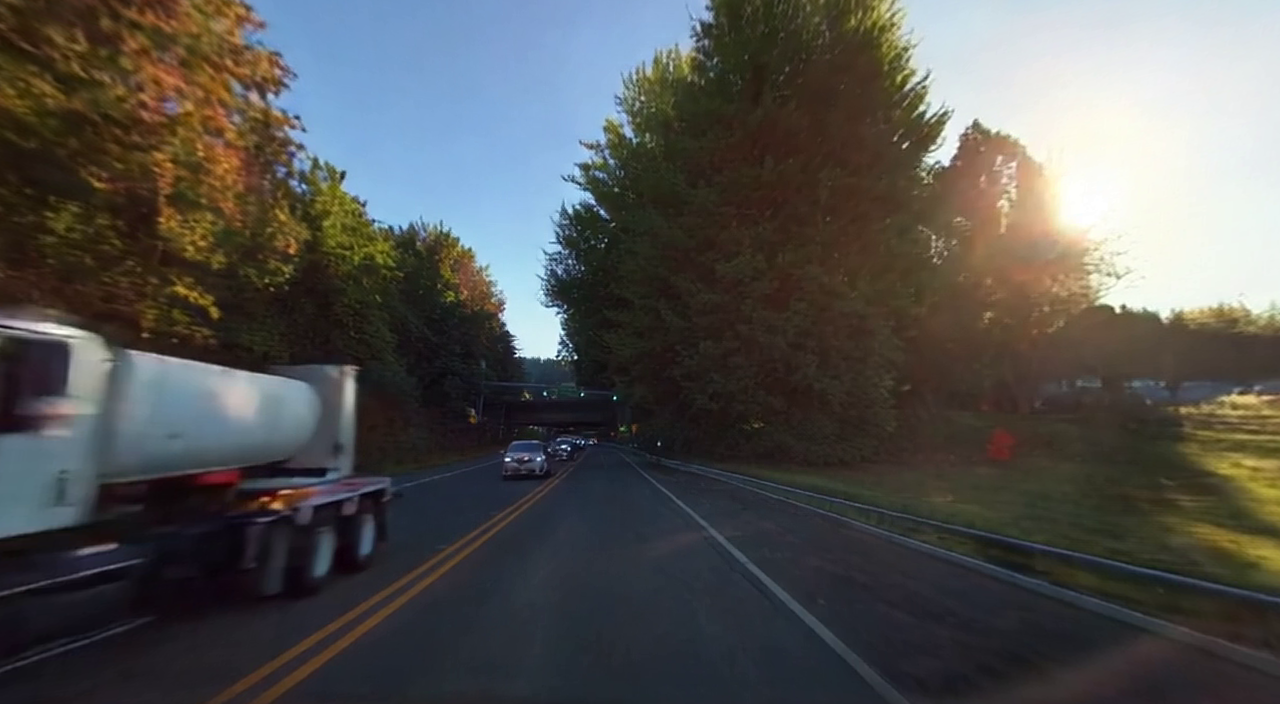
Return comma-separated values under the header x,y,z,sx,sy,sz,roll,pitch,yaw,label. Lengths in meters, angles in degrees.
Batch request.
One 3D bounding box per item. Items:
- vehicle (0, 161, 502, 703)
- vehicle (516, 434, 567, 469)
x,y,z,sx,sy,sz,roll,pitch,yaw,label
-3.690,1.098,6.673,2.939,2.556,8.664,0,-8,-3,vehicle
-5.165,5.313,33.825,2.096,1.705,4.352,0,-8,-1,vehicle
